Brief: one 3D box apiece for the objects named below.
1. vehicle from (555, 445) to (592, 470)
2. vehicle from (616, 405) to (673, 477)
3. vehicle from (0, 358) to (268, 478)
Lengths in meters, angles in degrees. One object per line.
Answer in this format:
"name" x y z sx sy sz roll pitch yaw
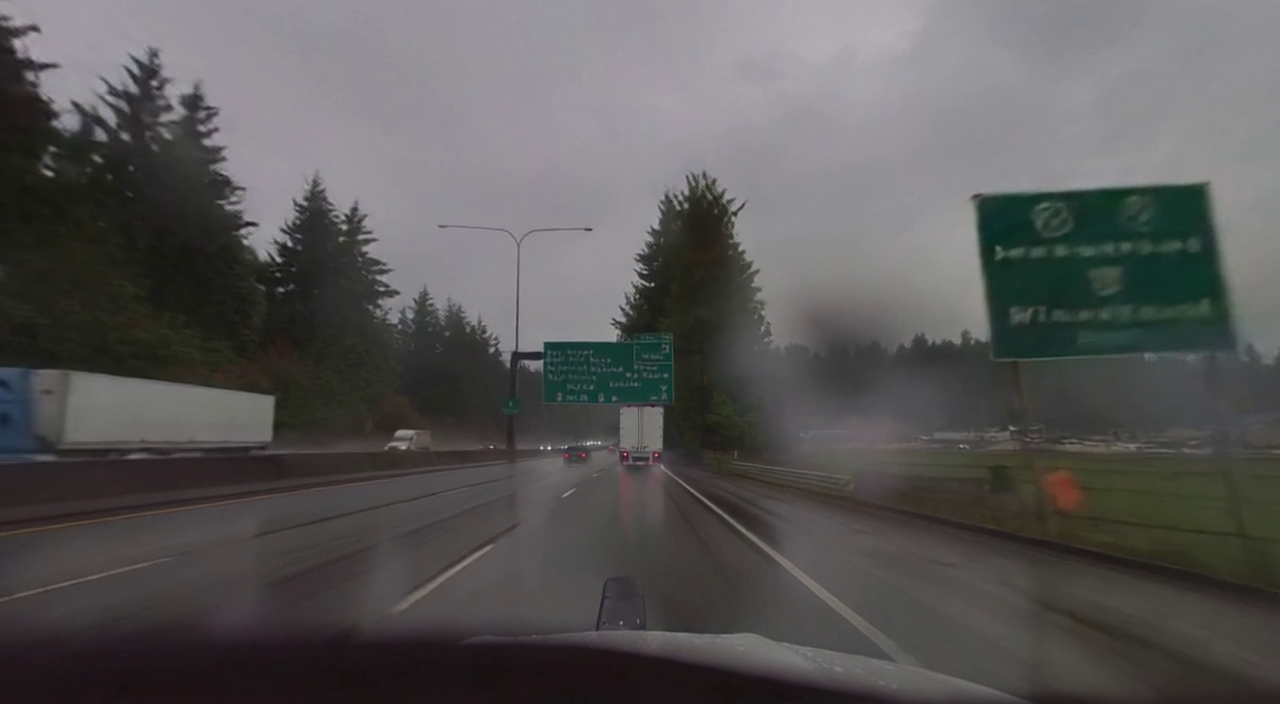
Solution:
"vehicle" -4.395 7.066 42.321 1.964 1.556 4.071 0 -9 0
"vehicle" 0.119 5.692 39.562 2.976 3.800 12.335 0 -9 -1
"vehicle" -23.265 3.325 28.088 3.069 3.979 17.930 0 -9 -2
